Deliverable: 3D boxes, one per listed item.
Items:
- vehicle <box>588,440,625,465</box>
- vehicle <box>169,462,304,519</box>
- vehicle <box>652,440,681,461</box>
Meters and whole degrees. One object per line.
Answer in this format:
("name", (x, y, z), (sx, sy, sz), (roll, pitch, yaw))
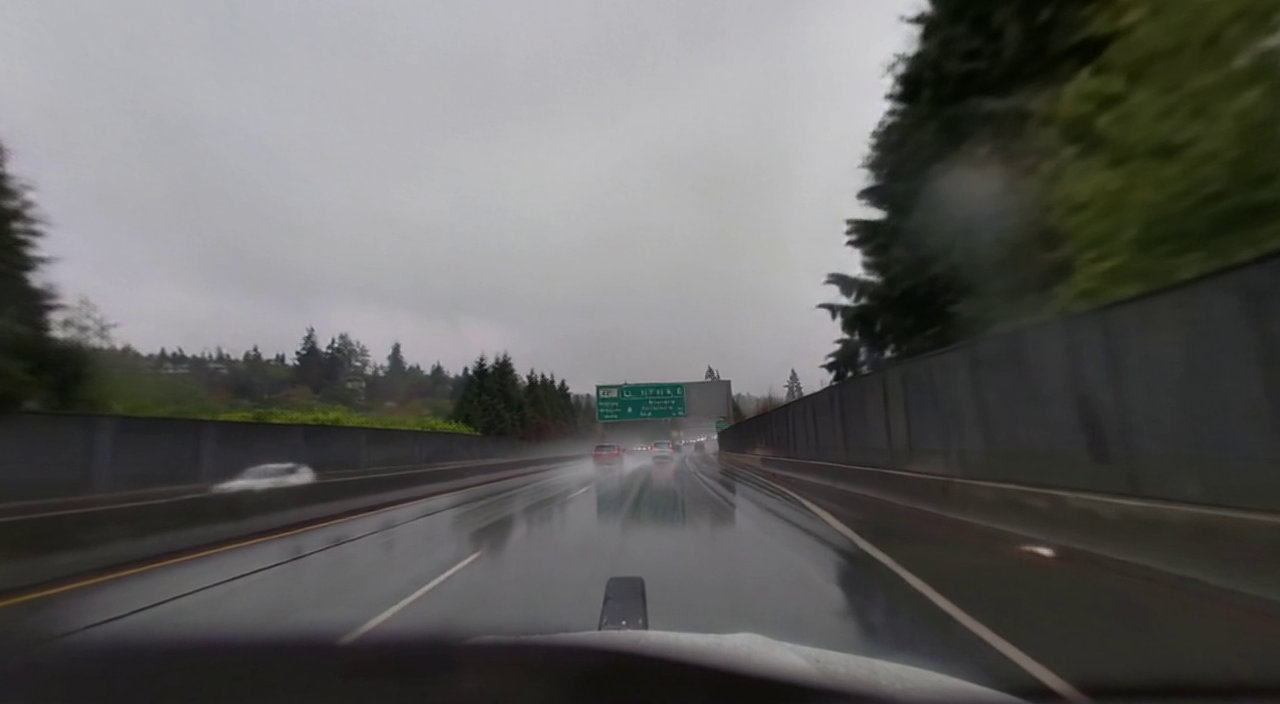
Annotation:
("vehicle", (-2.137, 6.585, 41.500), (1.985, 1.518, 3.847), (-1, -8, 4))
("vehicle", (-14.173, 4.833, 22.454), (1.870, 1.674, 4.218), (0, -8, 2))
("vehicle", (1.971, 7.334, 46.994), (2.077, 1.533, 3.854), (-1, -8, 3))
